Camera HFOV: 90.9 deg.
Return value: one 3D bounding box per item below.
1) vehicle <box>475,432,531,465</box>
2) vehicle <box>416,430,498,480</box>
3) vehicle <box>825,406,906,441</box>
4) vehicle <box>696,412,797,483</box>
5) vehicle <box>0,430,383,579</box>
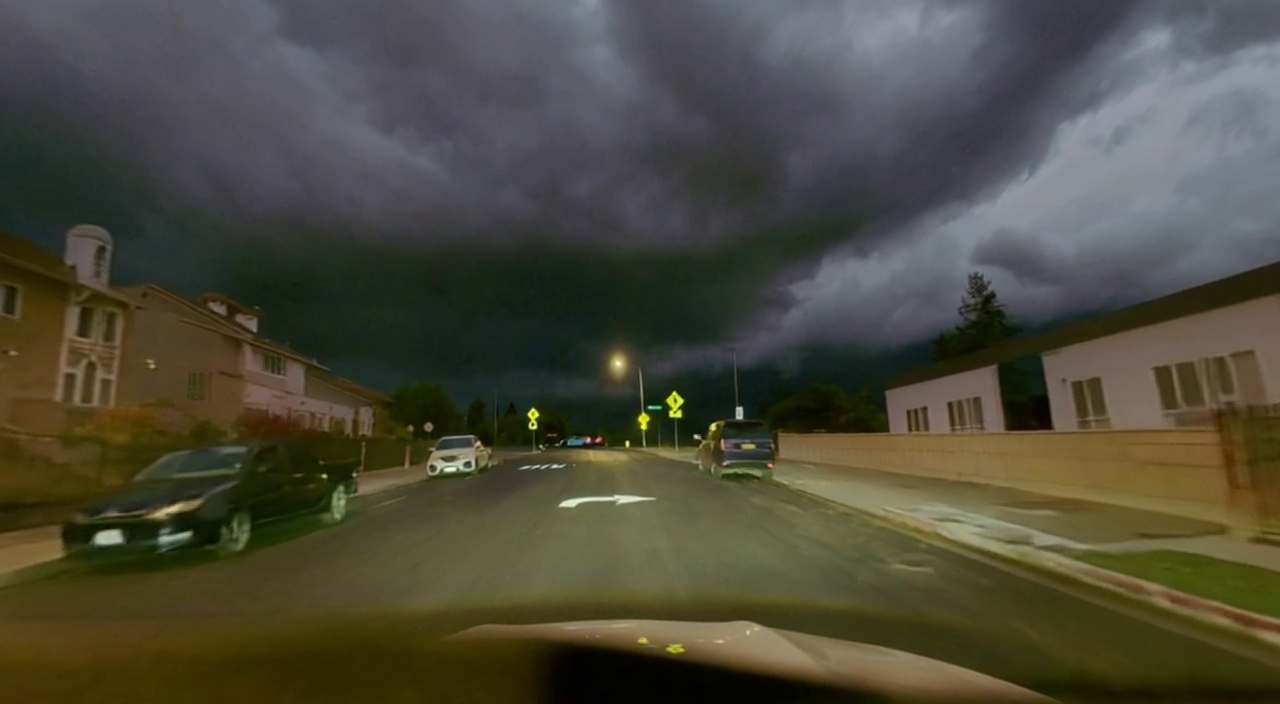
[{"bbox_3d":[-6.603,4.667,30.825,1.919,1.464,4.155,1,-8,-1],"label":"vehicle"},{"bbox_3d":[-6.284,3.530,22.037,1.842,1.540,3.704,-1,-7,-1],"label":"vehicle"},{"bbox_3d":[12.814,4.108,35.810,4.184,1.817,2.026,-3,-9,21],"label":"vehicle"},{"bbox_3d":[2.787,2.615,17.629,1.997,1.663,4.544,-1,-7,0],"label":"vehicle"},{"bbox_3d":[-5.807,1.922,9.319,1.972,1.502,5.530,1,-7,-4],"label":"vehicle"}]
